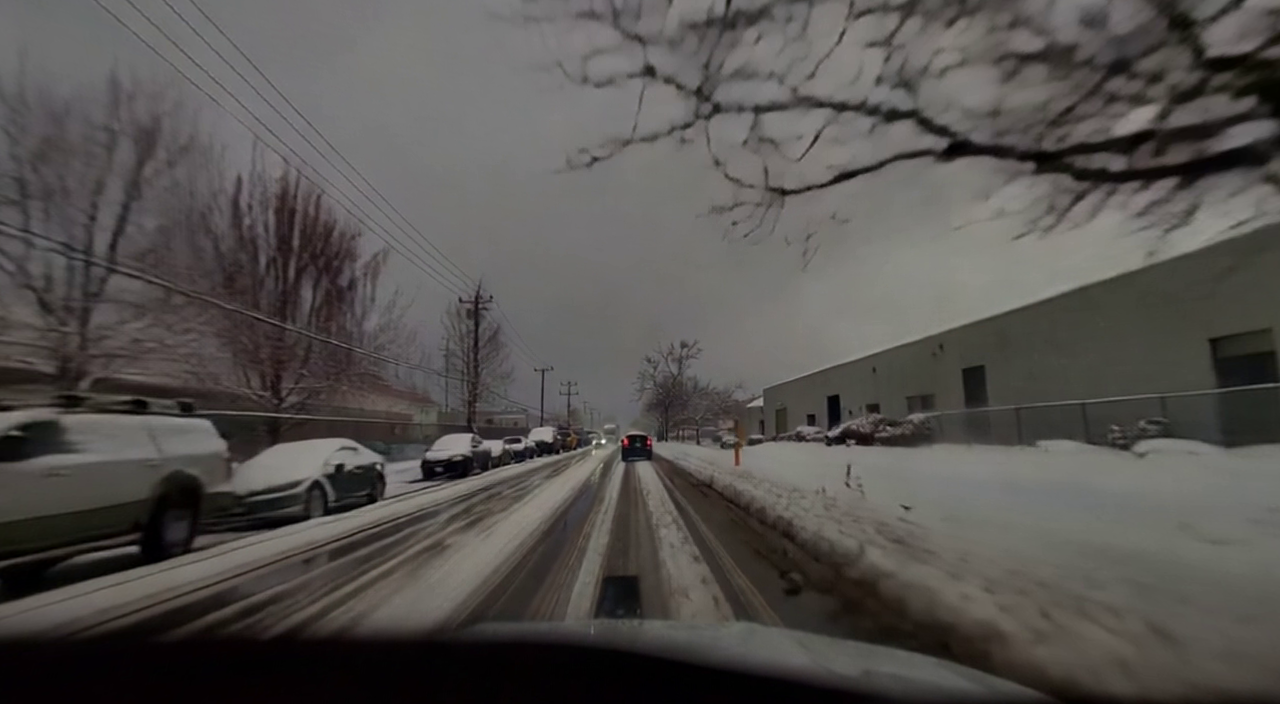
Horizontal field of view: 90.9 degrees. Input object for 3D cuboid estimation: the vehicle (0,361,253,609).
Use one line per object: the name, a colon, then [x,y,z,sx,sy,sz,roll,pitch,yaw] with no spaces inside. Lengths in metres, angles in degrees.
vehicle: [-6.204,1.242,5.950,2.005,1.989,4.929,-3,-9,0]

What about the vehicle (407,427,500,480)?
vehicle: [-6.413,3.514,22.242,1.926,1.647,4.185,0,-7,1]

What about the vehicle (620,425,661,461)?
vehicle: [0.015,5.053,35.274,2.152,1.874,4.042,0,-7,0]

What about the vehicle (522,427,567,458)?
vehicle: [-6.401,6.142,42.736,2.139,1.943,5.295,-1,-9,1]

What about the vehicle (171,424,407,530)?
vehicle: [-6.186,2.197,11.839,2.013,1.609,4.152,0,-7,0]
